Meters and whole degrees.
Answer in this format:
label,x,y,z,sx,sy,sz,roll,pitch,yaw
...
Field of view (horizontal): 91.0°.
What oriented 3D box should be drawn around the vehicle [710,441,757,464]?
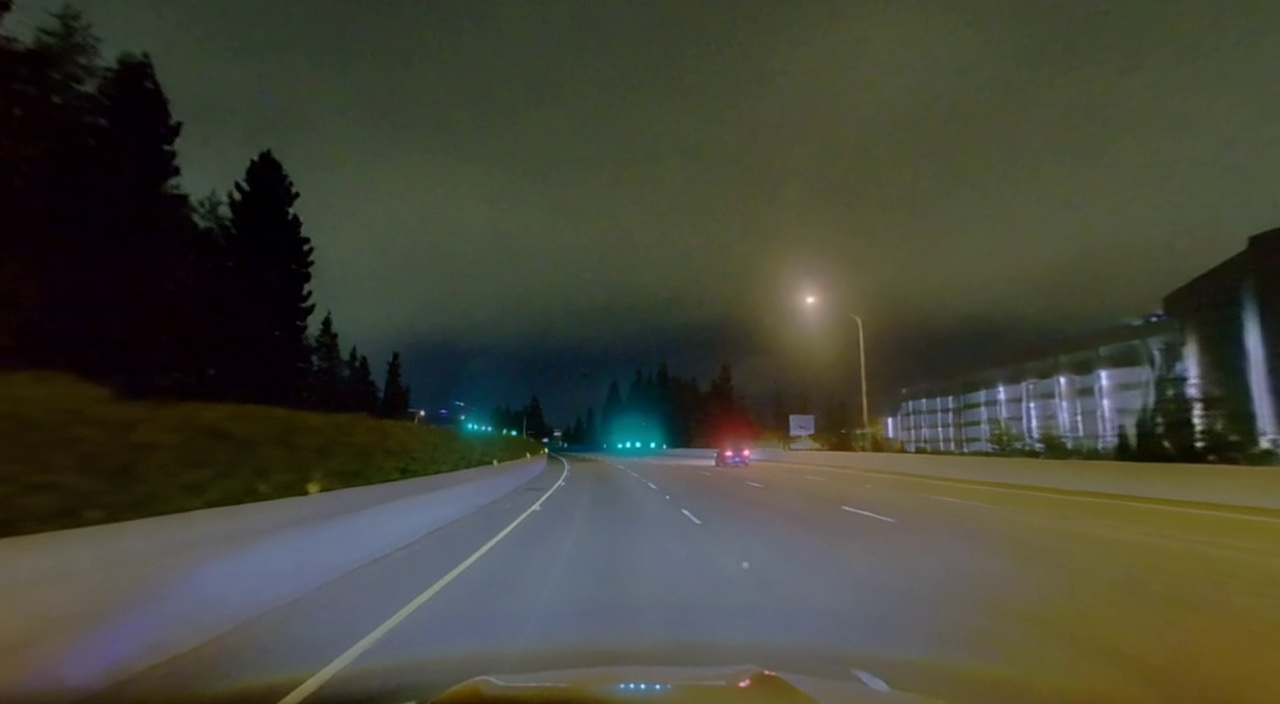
label,x,y,z,sx,sy,sz,roll,pitch,yaw
vehicle,6.247,6.795,42.683,1.908,1.483,4.474,1,-9,-8
